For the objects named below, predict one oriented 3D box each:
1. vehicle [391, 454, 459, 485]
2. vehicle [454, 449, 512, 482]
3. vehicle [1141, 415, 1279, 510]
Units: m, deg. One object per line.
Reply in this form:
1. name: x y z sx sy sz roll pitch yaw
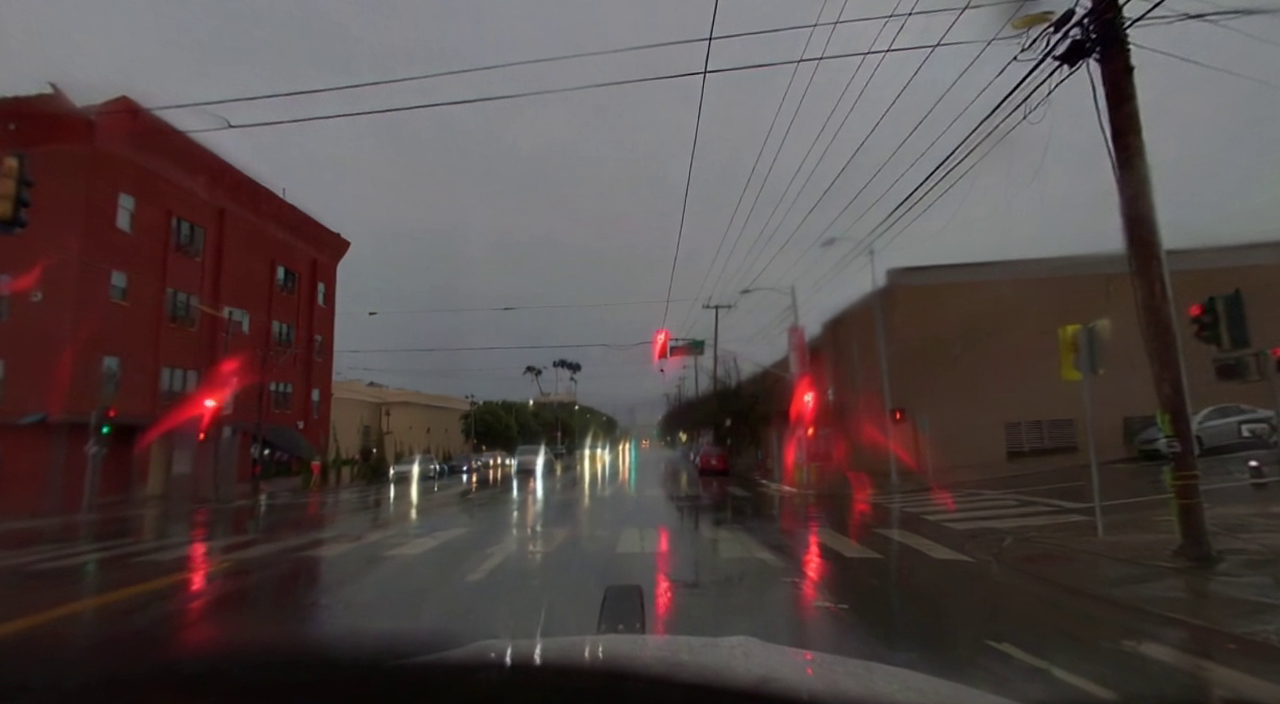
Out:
1. vehicle: -12.038 6.600 35.652 1.943 1.574 4.727 0 -9 3
2. vehicle: -8.679 6.297 35.173 2.020 1.672 3.842 0 -9 3
3. vehicle: 12.684 2.207 12.784 3.234 1.746 1.941 -1 -9 3
